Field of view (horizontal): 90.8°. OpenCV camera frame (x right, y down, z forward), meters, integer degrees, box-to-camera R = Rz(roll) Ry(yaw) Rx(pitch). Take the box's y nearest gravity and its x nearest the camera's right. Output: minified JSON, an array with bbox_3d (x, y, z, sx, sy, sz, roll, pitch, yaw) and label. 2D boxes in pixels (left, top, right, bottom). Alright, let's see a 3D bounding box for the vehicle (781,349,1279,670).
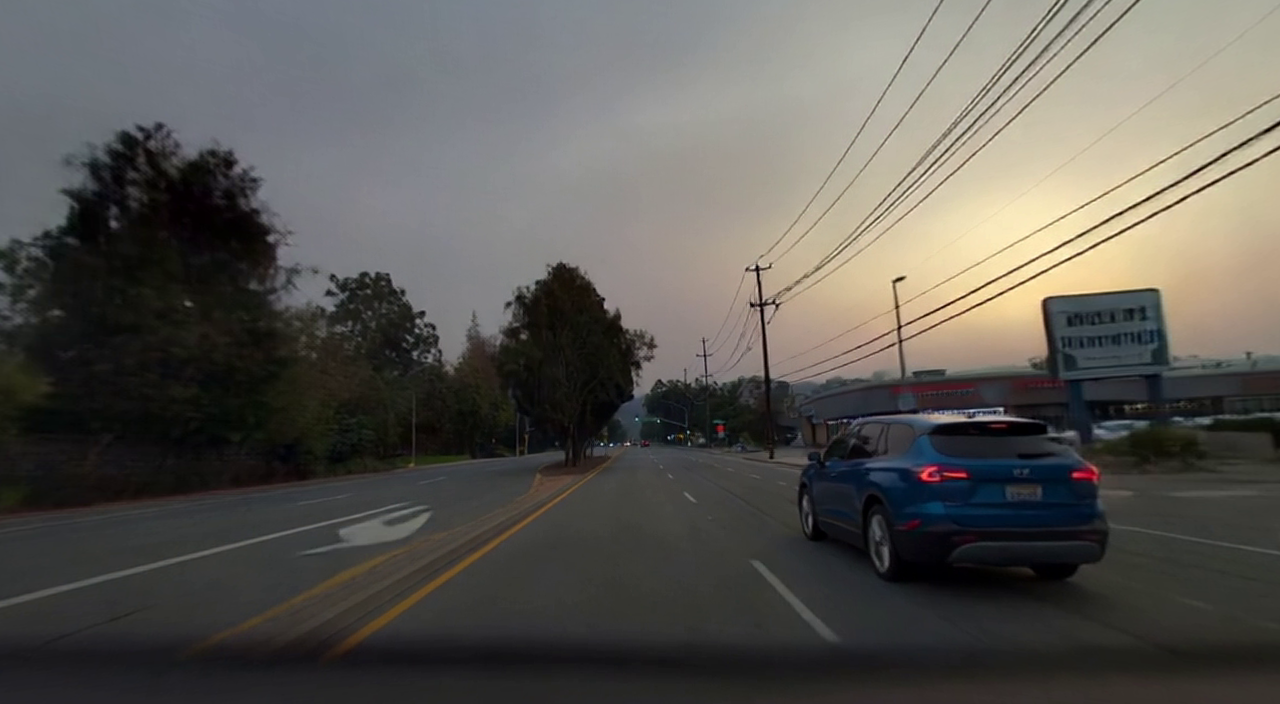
[{"bbox_3d":[2.970,1.232,6.020,2.060,1.820,4.713,0,-9,-1],"label":"vehicle"}]
